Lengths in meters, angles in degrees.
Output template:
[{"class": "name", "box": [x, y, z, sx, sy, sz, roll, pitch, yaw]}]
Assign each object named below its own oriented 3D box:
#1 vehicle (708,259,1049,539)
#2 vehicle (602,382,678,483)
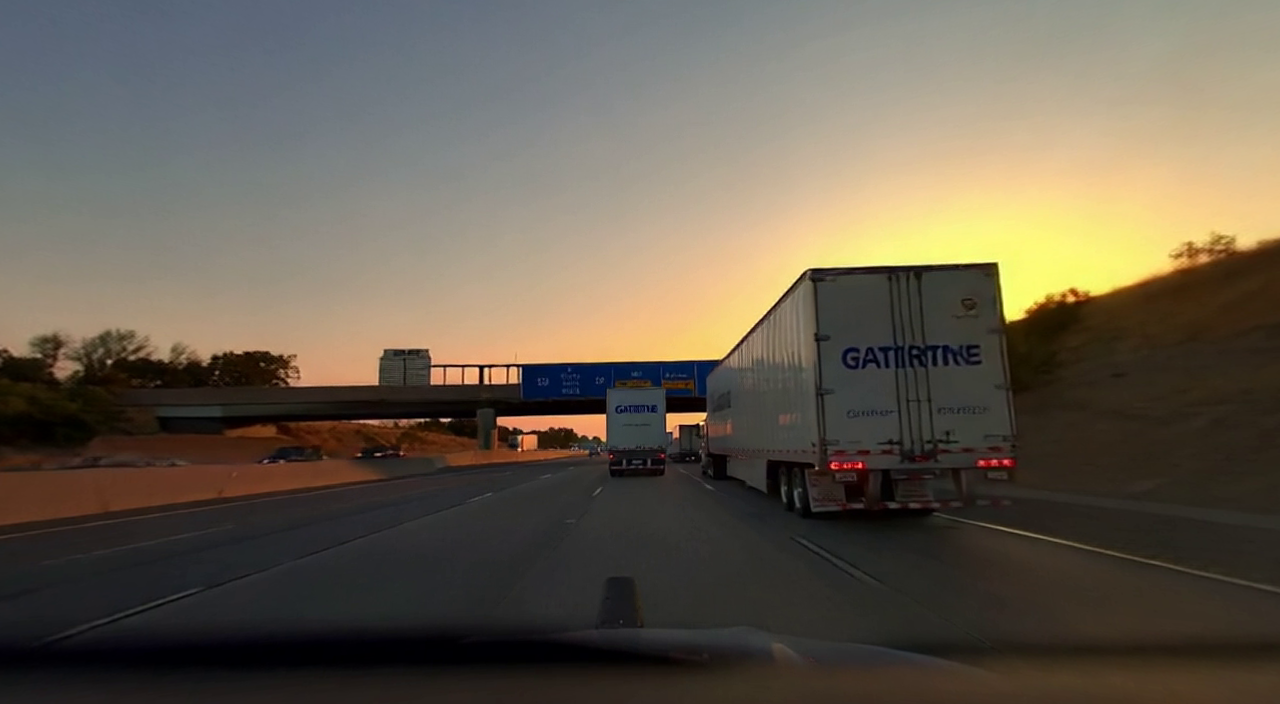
[{"class": "vehicle", "box": [4.213, 1.724, 16.467, 3.044, 4.128, 14.482, 0, -9, -1]}, {"class": "vehicle", "box": [0.074, 3.793, 28.837, 2.864, 3.805, 9.709, 0, -9, 1]}]
